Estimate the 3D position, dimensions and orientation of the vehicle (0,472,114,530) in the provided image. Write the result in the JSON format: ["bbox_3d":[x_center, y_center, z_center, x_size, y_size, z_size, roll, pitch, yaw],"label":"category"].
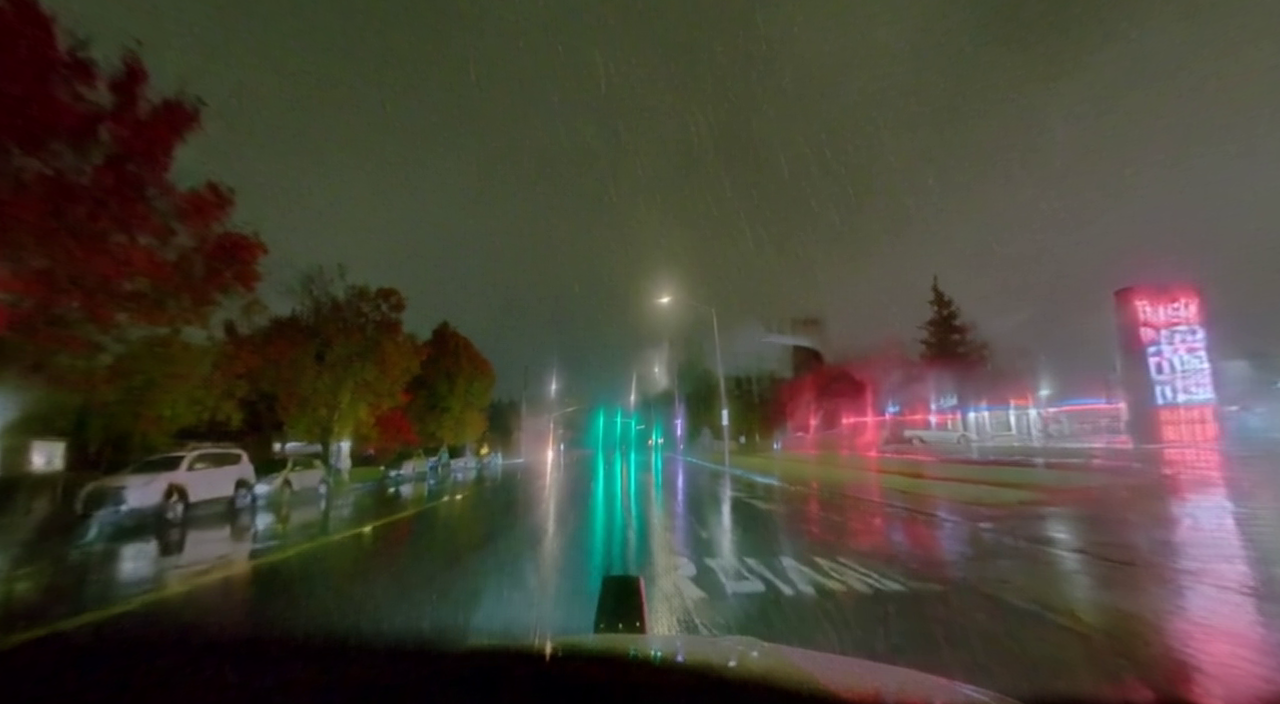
[{"bbox_3d":[-18.281,4.356,18.820,1.963,1.383,3.903,2,-9,-4],"label":"vehicle"}]

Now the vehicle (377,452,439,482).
[{"bbox_3d":[-12.821,6.363,35.196,1.958,1.457,4.254,0,-8,-3],"label":"vehicle"}]

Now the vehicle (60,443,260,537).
[{"bbox_3d":[-12.187,3.437,16.502,2.015,1.884,4.488,-6,-8,-5],"label":"vehicle"}]

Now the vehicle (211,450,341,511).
[{"bbox_3d":[-12.396,4.336,21.896,2.076,1.681,4.423,-4,-9,-3],"label":"vehicle"}]
